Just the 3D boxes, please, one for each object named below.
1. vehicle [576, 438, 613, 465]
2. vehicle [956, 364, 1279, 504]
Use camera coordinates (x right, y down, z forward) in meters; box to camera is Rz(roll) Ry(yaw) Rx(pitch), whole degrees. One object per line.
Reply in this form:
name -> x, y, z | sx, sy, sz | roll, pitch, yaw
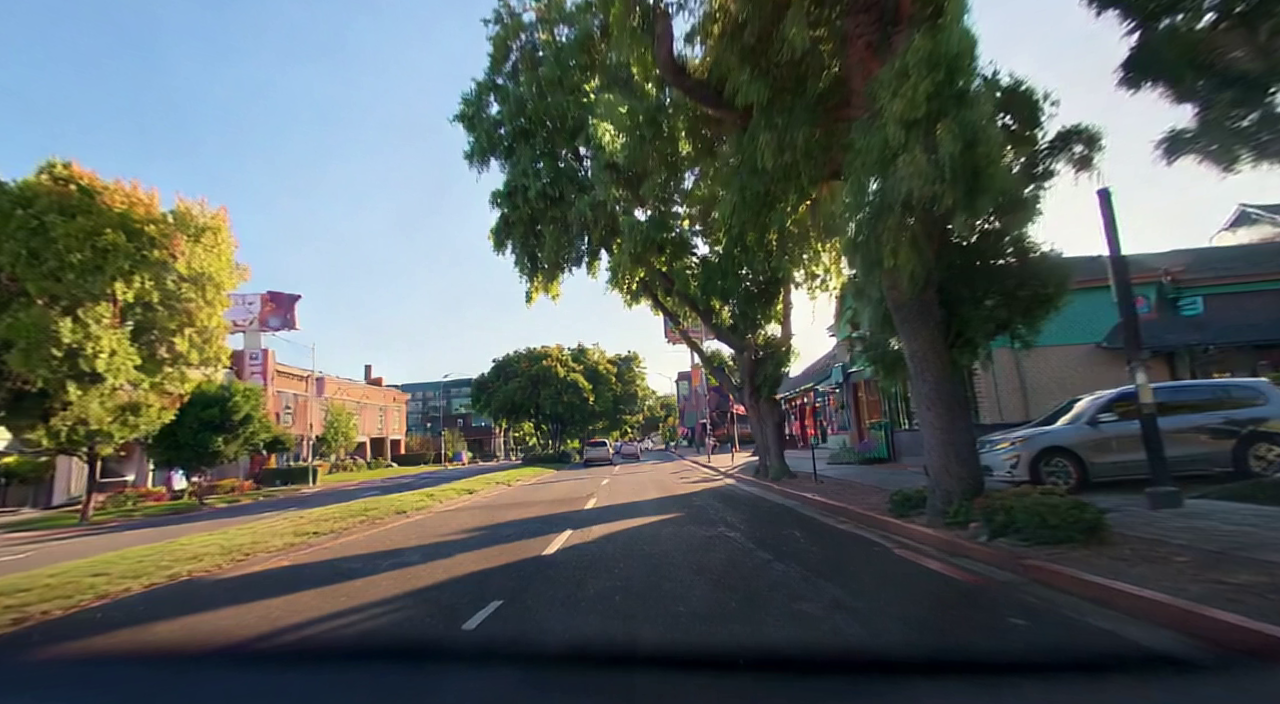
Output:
vehicle -> -3.059, 6.812, 43.132 | 2.235, 1.719, 4.292 | -1, -8, 1
vehicle -> 8.009, 1.240, 9.488 | 5.276, 1.850, 2.173 | 0, -8, 1
